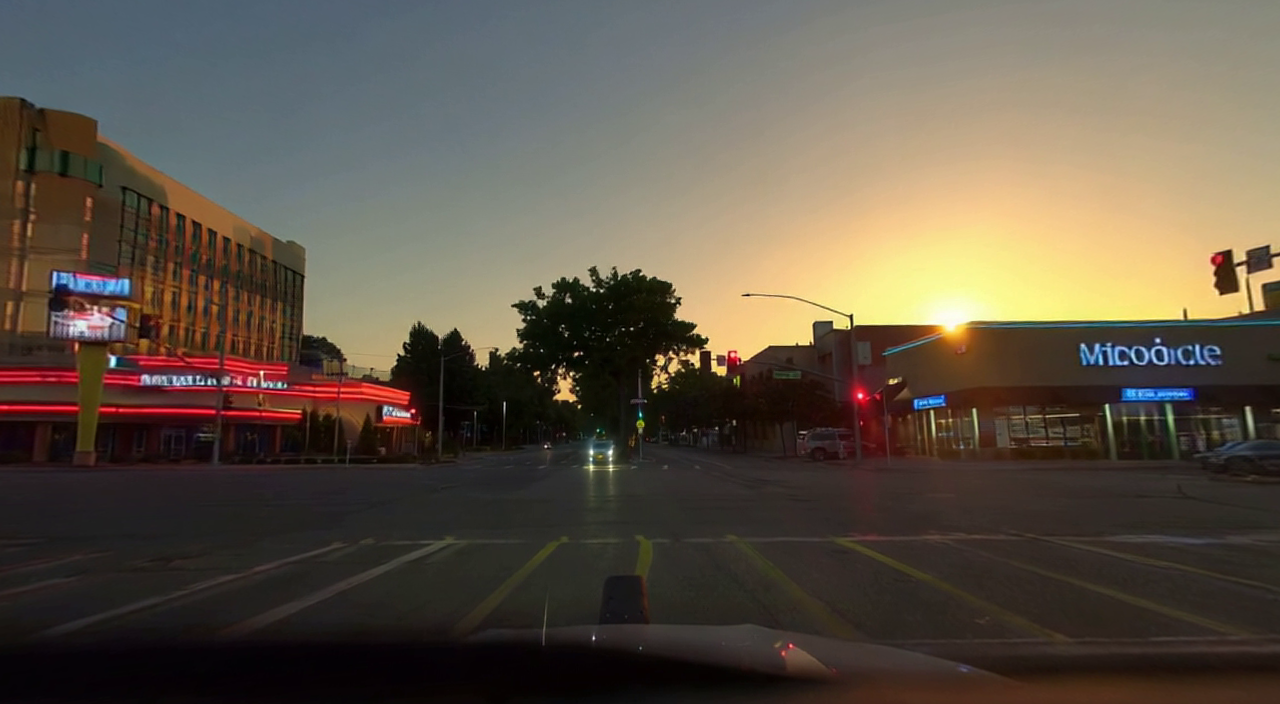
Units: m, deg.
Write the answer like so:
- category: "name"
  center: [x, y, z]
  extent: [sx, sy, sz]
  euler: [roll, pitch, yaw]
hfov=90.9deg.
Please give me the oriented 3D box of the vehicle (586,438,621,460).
- category: "vehicle"
  center: [-2.512, 6.783, 44.113]
  extent: [2.104, 1.468, 4.195]
  euler: [0, -8, 1]
